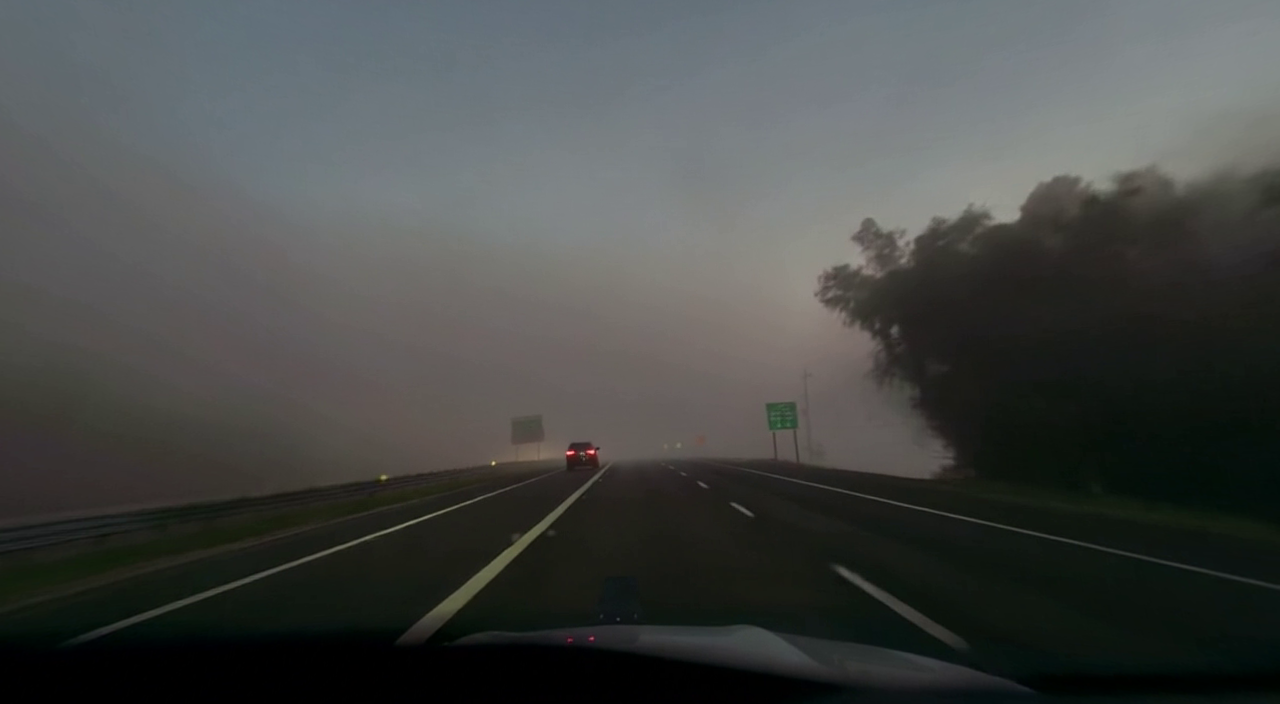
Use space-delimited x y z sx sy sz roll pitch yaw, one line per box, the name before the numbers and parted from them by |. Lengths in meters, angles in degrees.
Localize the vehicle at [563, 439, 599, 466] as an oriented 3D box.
vehicle | -4.197 7.215 45.594 2.130 1.823 4.761 0 -8 1
